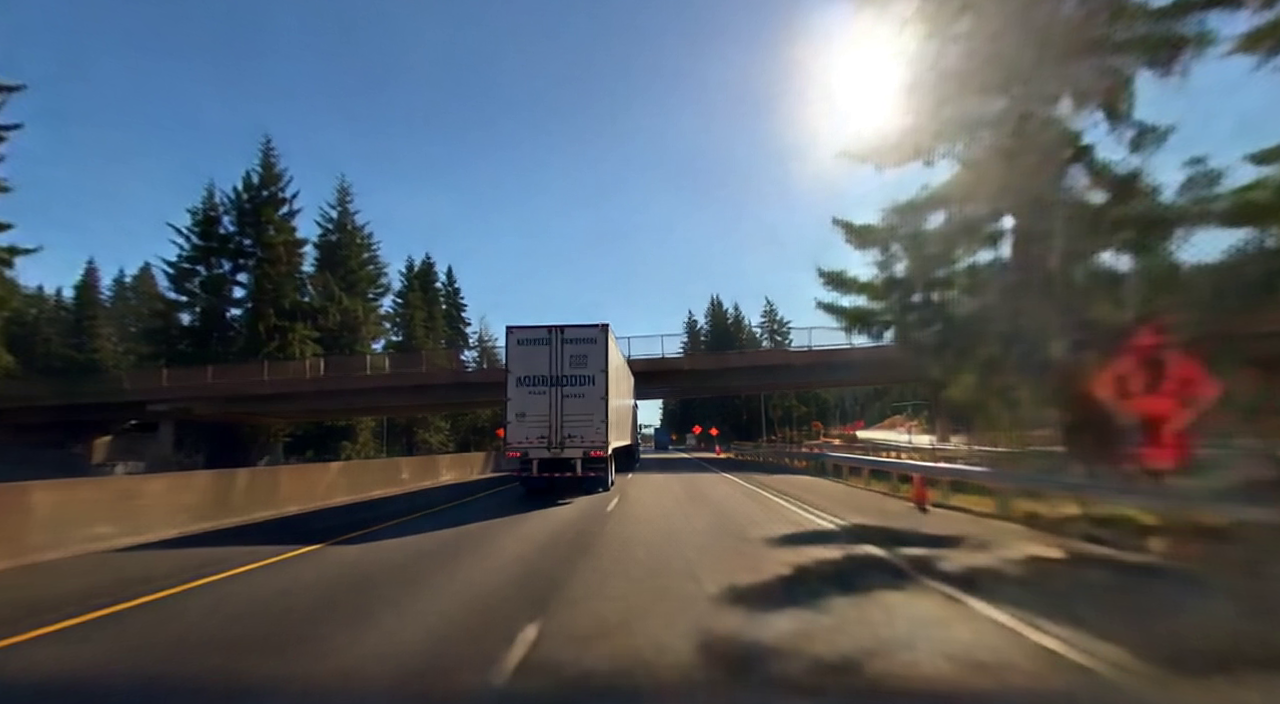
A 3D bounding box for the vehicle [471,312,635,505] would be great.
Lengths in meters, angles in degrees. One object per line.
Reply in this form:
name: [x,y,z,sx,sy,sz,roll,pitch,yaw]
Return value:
vehicle: [-1.890,2.334,21.432,2.873,4.060,16.327,0,-8,1]
